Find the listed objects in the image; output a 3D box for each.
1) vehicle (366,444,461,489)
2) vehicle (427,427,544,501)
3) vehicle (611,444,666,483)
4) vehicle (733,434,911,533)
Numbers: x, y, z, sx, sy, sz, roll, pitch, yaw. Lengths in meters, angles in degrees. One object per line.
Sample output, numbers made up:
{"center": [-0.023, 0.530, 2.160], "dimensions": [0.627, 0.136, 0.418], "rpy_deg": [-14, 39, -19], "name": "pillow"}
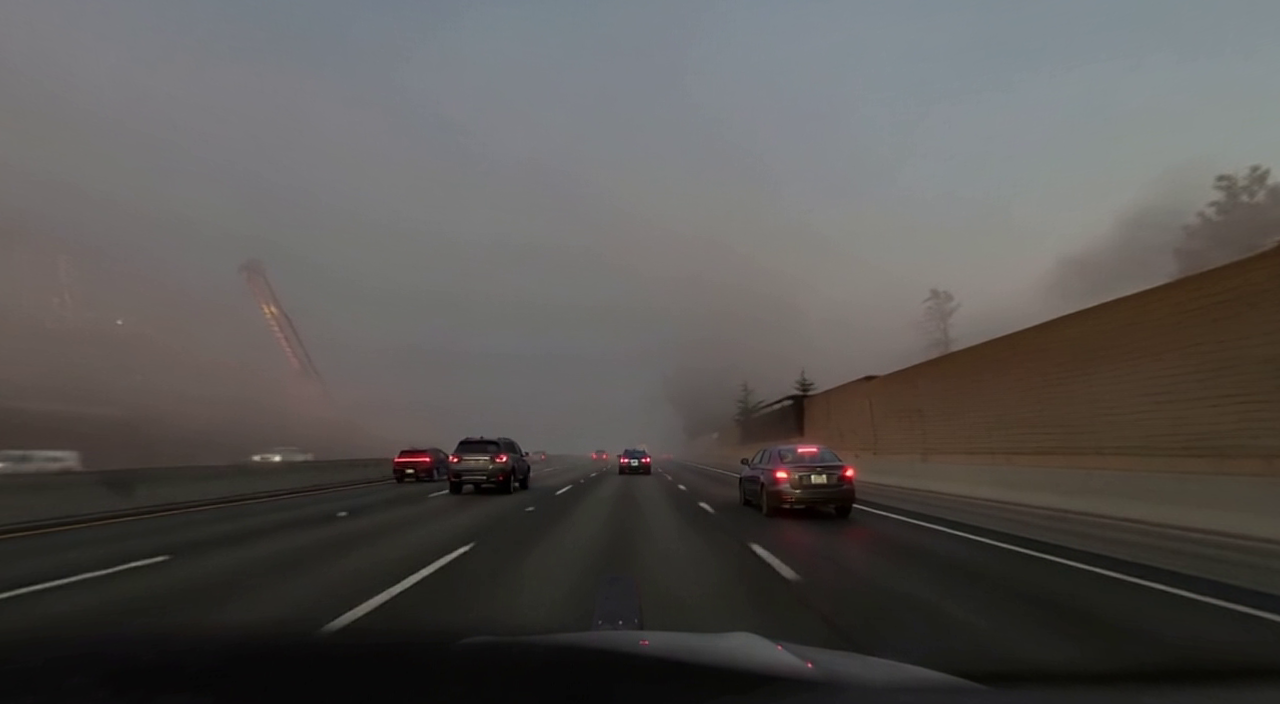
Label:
{"center": [-8.231, 4.169, 23.447], "dimensions": [1.908, 1.476, 4.342], "rpy_deg": [0, -8, 0], "name": "vehicle"}
{"center": [-4.058, 3.020, 17.456], "dimensions": [2.121, 1.775, 4.335], "rpy_deg": [0, -8, 0], "name": "vehicle"}
{"center": [-0.093, 4.518, 25.885], "dimensions": [2.045, 1.452, 4.040], "rpy_deg": [0, -8, -1], "name": "vehicle"}
{"center": [3.156, 2.368, 12.081], "dimensions": [1.917, 1.507, 4.540], "rpy_deg": [0, -8, -2], "name": "vehicle"}
